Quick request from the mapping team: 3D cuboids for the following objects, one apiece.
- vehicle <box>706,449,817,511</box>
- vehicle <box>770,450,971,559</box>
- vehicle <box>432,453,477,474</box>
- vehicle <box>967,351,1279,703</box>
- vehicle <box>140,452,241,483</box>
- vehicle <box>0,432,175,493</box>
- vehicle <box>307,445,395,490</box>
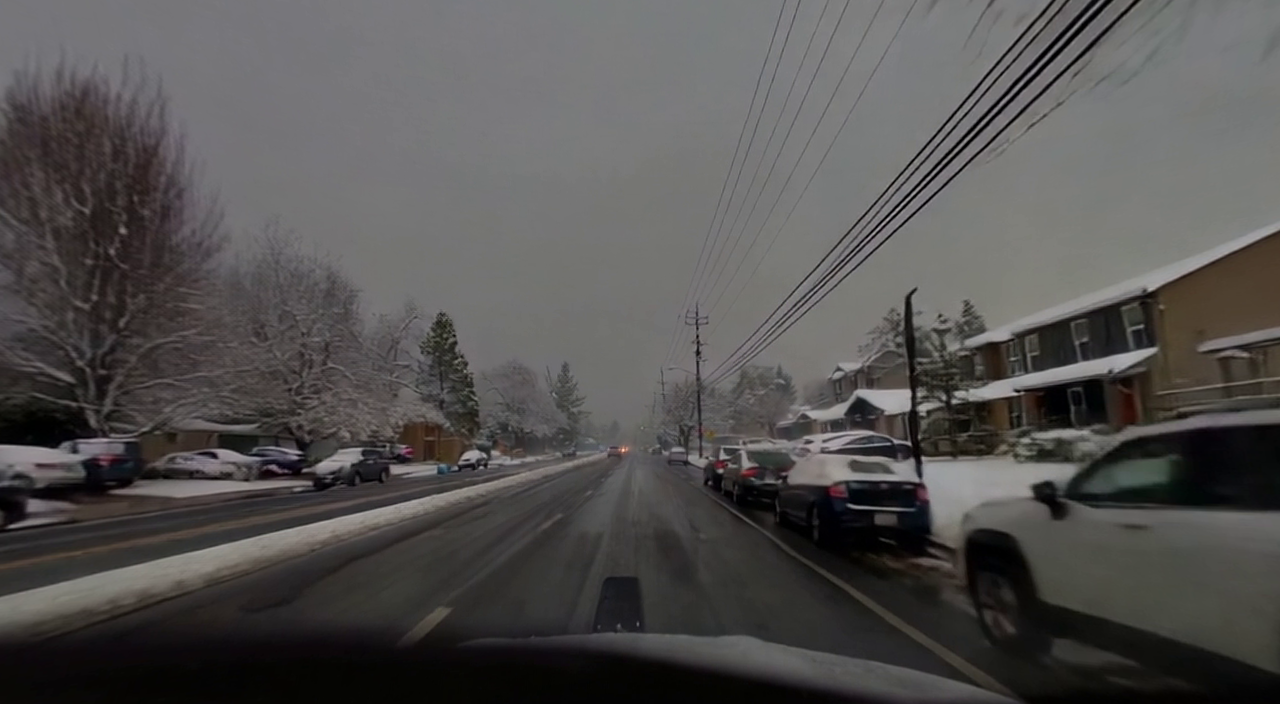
[{"bbox_3d":[3.049,3.320,16.957,1.866,1.414,4.604,1,-9,-3],"label":"vehicle"},{"bbox_3d":[3.509,2.357,10.661,1.818,1.400,4.640,0,-9,3],"label":"vehicle"},{"bbox_3d":[-14.056,8.458,48.110,2.011,1.480,4.644,0,-9,0],"label":"vehicle"},{"bbox_3d":[3.482,0.871,2.361,2.045,1.746,4.564,0,-9,0],"label":"vehicle"},{"bbox_3d":[-22.116,5.685,31.190,3.692,1.441,1.625,0,-9,-2],"label":"vehicle"},{"bbox_3d":[-21.906,4.352,24.861,5.504,2.069,2.216,-2,-9,2],"label":"vehicle"},{"bbox_3d":[-13.672,5.452,30.244,2.137,1.852,4.541,-2,-8,0],"label":"vehicle"}]
